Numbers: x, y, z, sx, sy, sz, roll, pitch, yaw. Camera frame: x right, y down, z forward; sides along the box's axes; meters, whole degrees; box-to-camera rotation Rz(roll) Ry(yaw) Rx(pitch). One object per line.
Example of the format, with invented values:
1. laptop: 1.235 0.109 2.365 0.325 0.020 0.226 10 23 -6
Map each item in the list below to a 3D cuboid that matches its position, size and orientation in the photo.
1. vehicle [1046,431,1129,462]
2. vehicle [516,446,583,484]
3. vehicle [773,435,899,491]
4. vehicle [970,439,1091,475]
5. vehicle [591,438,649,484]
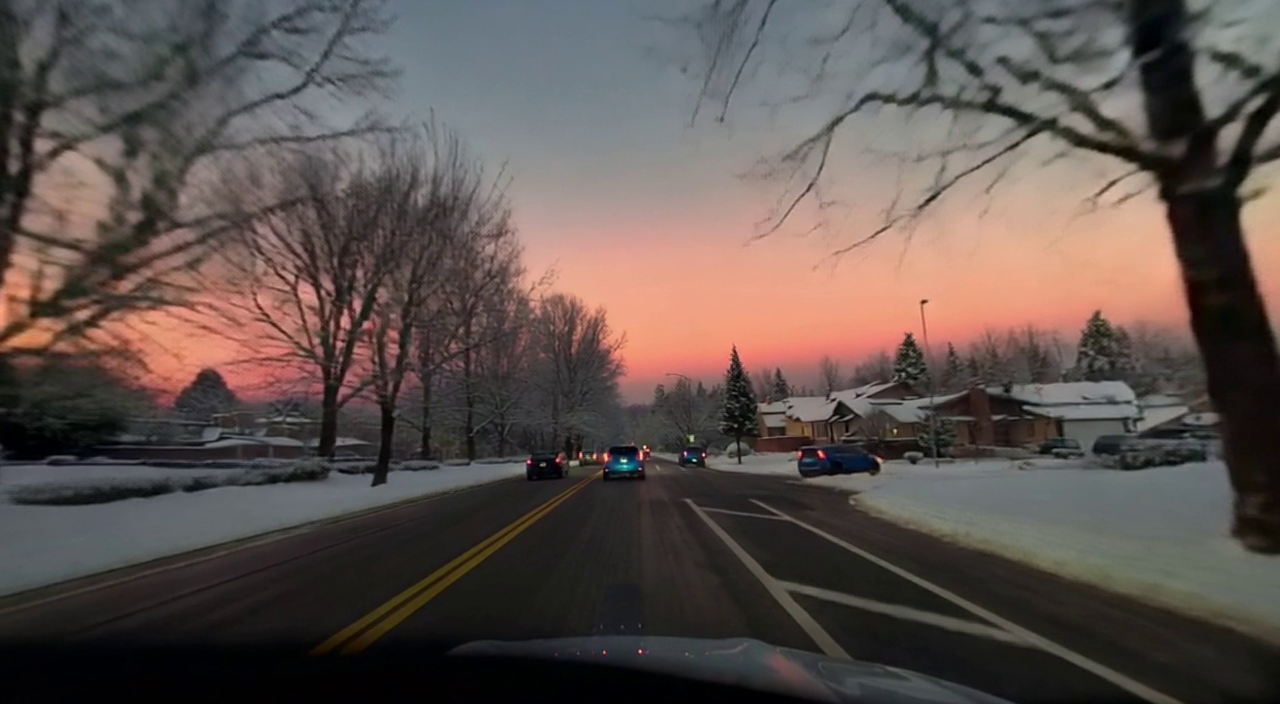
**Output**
1. vehicle: 26.575 5.632 37.433 1.838 1.770 4.201 0 -9 1
2. vehicle: -3.648 4.636 26.181 2.032 1.433 4.458 0 -9 1
3. vehicle: 6.819 3.739 21.515 2.192 1.677 4.820 -8 -12 42
4. vehicle: 18.990 5.136 30.684 4.532 1.674 2.051 0 -9 -2
5. vehicle: -0.725 4.477 26.032 2.220 1.742 4.047 0 -9 1
